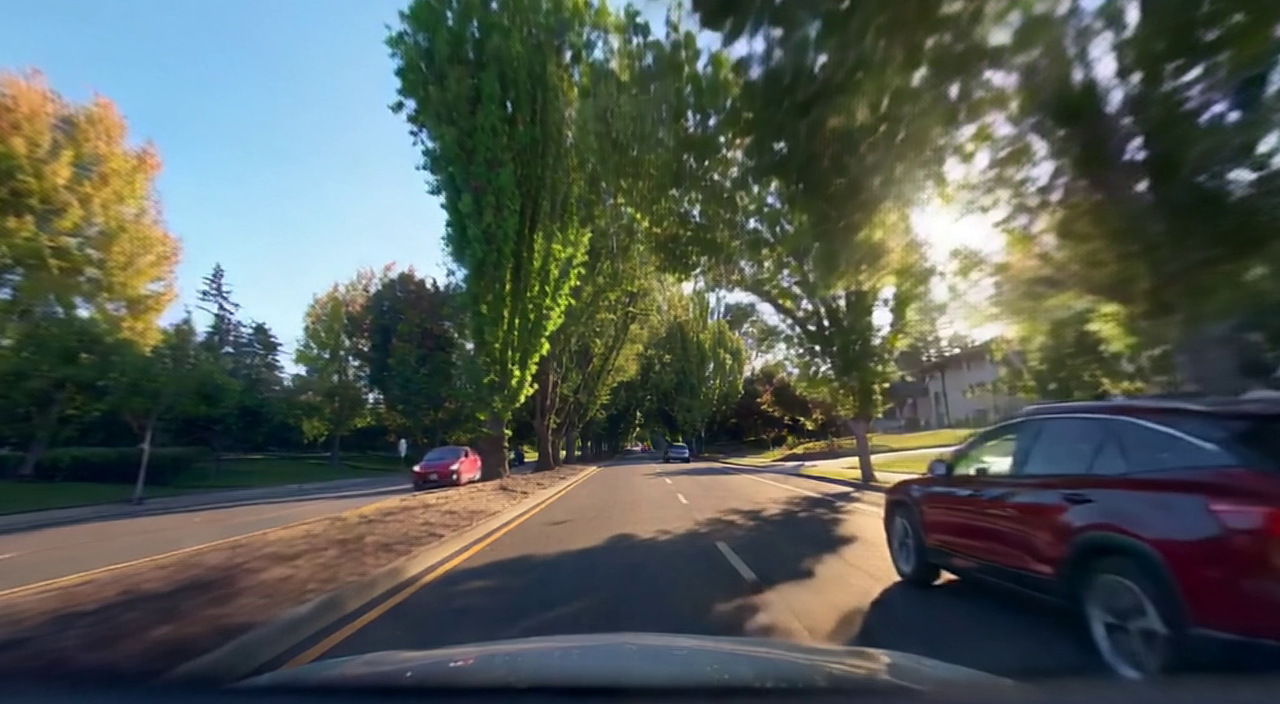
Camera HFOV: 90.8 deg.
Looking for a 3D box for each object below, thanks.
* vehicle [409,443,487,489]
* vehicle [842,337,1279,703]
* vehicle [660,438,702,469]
[{"bbox_3d":[-8.114,4.840,27.114,1.973,1.701,4.338,-2,-9,0],"label":"vehicle"},{"bbox_3d":[3.079,1.037,3.919,2.066,1.603,4.475,0,-8,-1],"label":"vehicle"},{"bbox_3d":[2.418,6.139,38.365,2.164,1.725,4.285,0,-9,-1],"label":"vehicle"}]
